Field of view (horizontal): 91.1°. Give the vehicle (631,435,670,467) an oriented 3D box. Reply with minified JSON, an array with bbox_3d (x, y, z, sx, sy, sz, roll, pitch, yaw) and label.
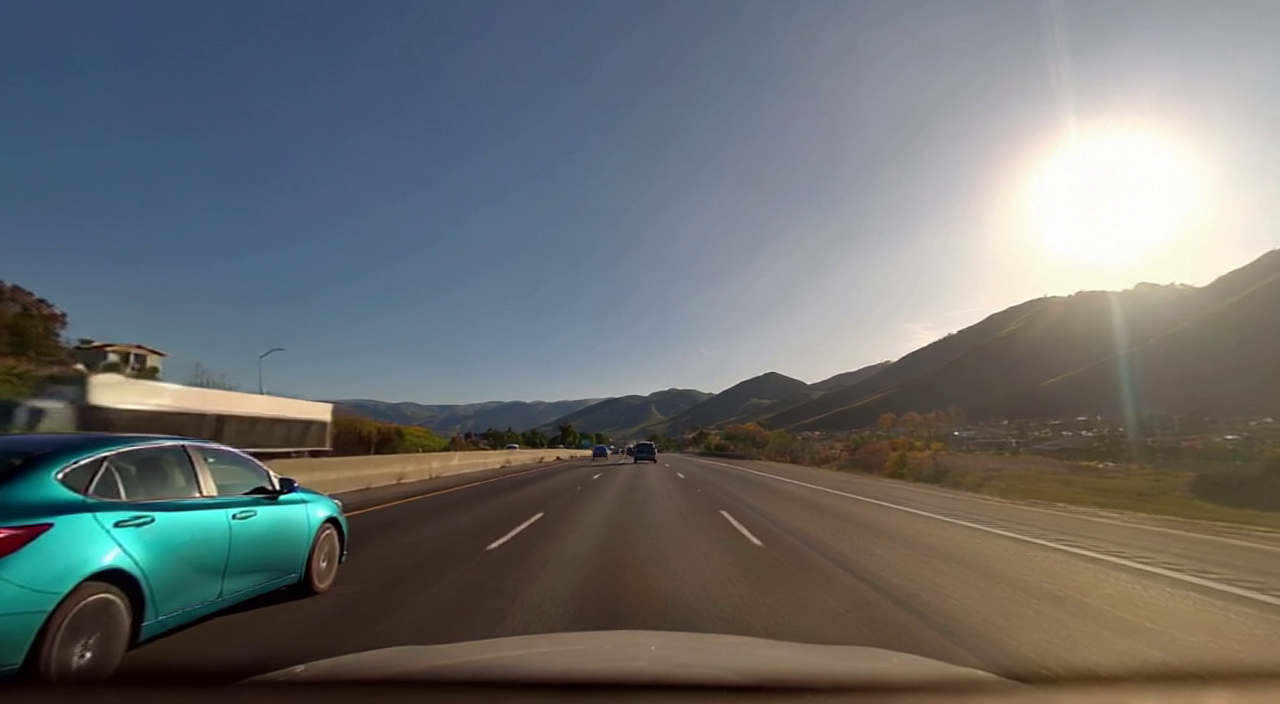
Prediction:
[{"bbox_3d":[0.629,6.181,39.243,2.272,1.836,4.866,0,-8,0],"label":"vehicle"}]

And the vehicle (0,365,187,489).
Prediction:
[{"bbox_3d":[-21.697,2.934,23.781,3.060,3.922,7.710,0,-8,1],"label":"vehicle"}]

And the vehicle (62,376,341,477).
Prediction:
[{"bbox_3d":[-21.589,4.202,33.556,2.881,4.047,16.488,0,-8,1],"label":"vehicle"}]
